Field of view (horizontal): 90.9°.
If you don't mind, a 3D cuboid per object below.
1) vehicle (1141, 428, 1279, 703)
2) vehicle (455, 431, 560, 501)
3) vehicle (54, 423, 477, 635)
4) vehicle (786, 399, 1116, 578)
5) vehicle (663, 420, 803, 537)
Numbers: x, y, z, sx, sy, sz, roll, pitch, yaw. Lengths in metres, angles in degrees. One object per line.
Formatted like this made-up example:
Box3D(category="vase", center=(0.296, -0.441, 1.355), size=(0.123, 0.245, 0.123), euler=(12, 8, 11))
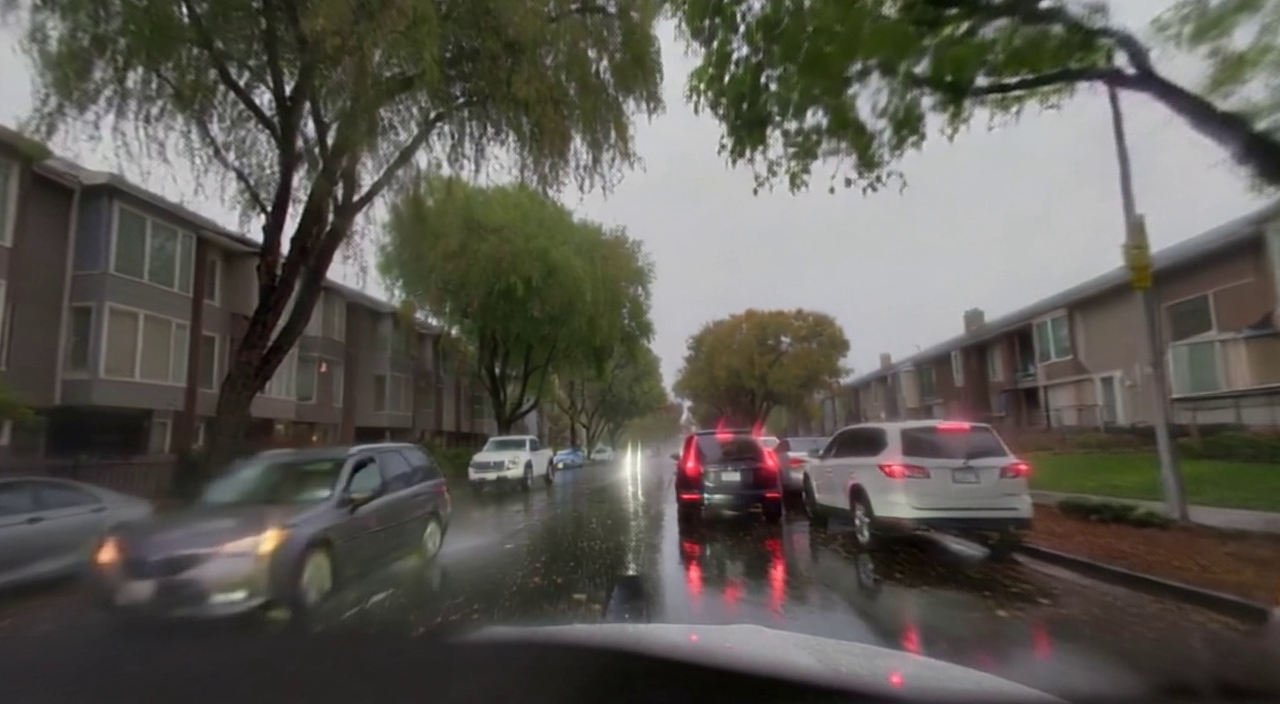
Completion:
Box3D(category="vehicle", center=(3.584, 0.792, 1.137), size=(1.881, 1.403, 4.214), euler=(0, -9, 0))
Box3D(category="vehicle", center=(-4.262, 3.775, 21.259), size=(2.197, 2.047, 4.985), euler=(-1, -9, 4))
Box3D(category="vehicle", center=(-3.693, 1.766, 7.294), size=(2.018, 1.691, 3.995), euler=(-2, -9, 9))
Box3D(category="vehicle", center=(3.778, 1.788, 9.087), size=(2.082, 1.799, 5.207), euler=(0, -9, 0))
Box3D(category="vehicle", center=(1.500, 2.288, 12.032), size=(2.055, 1.717, 5.172), euler=(-1, -9, 3))
